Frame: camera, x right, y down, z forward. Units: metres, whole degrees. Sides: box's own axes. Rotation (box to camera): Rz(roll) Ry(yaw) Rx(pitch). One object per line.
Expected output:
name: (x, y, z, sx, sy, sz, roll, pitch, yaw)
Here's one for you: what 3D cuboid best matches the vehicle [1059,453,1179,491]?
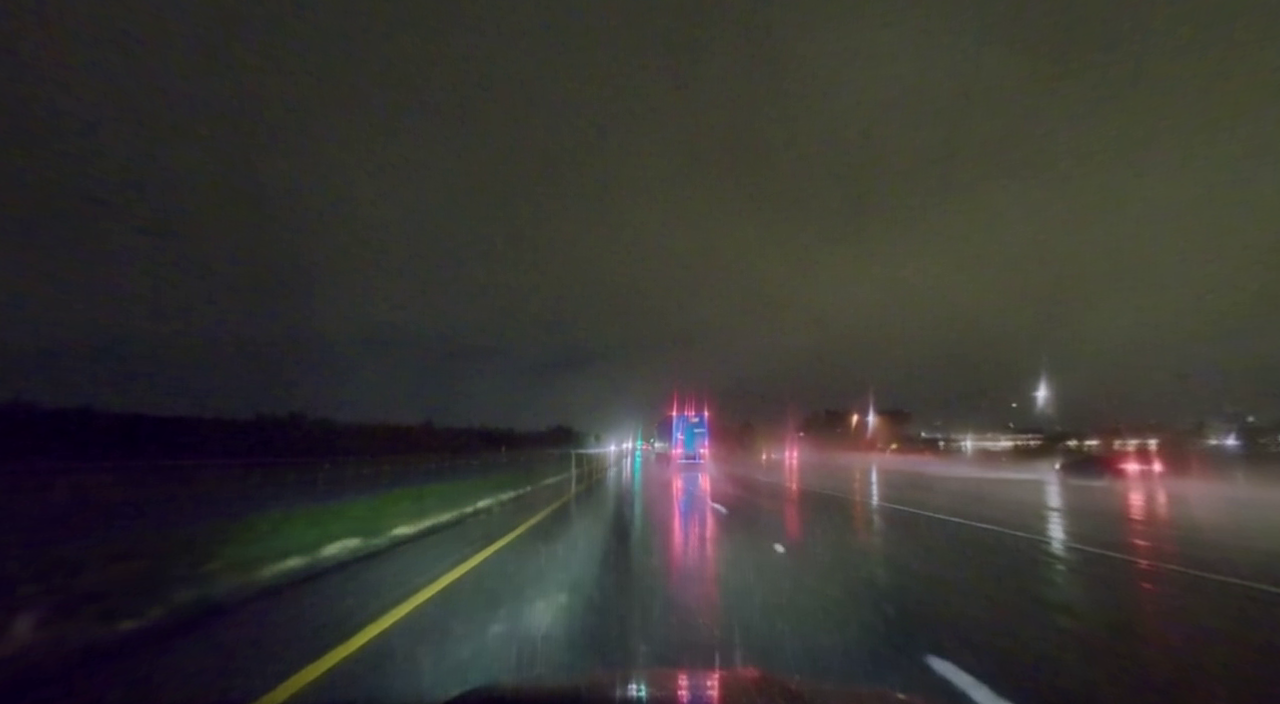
vehicle: (20.608, 5.151, 27.342, 1.836, 1.499, 3.936, 1, -9, -6)
